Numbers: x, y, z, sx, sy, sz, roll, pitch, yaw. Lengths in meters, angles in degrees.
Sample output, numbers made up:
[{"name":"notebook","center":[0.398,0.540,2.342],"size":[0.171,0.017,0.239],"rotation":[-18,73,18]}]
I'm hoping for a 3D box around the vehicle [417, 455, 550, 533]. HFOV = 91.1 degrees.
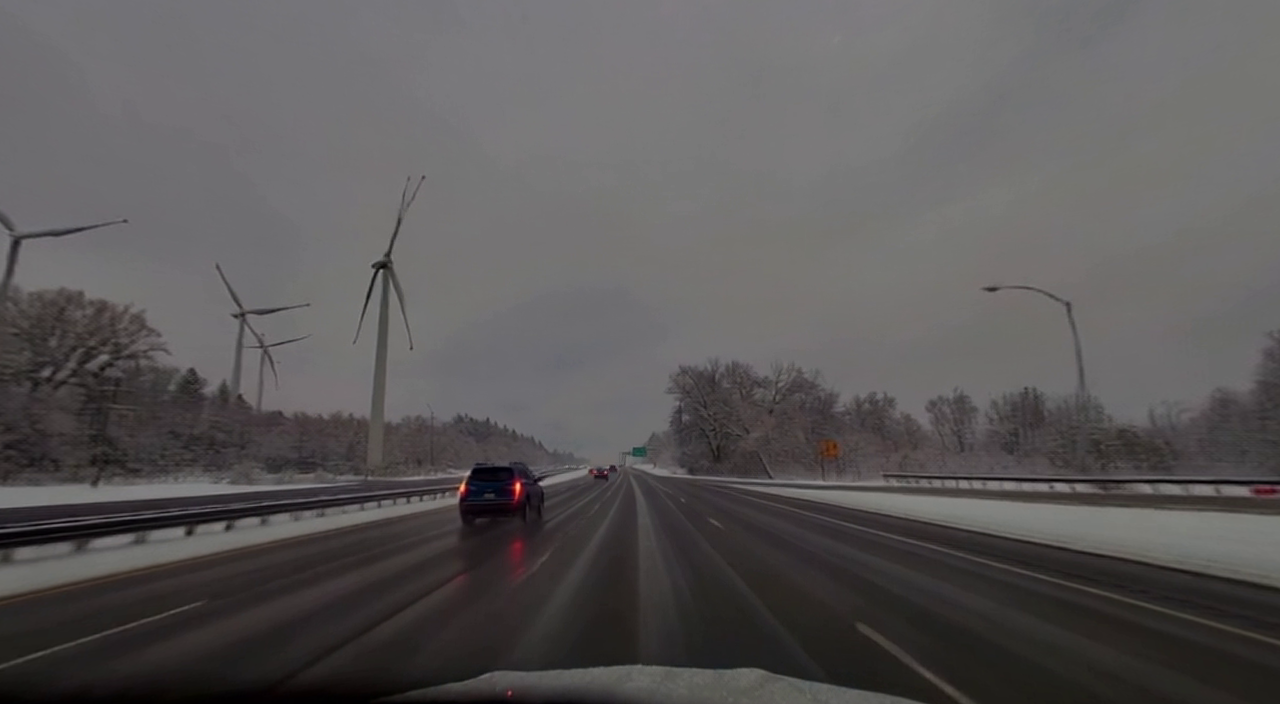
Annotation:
[{"name":"vehicle","center":[-3.418,3.223,14.630],"size":[2.001,1.486,4.104],"rotation":[1,-11,0]}]
